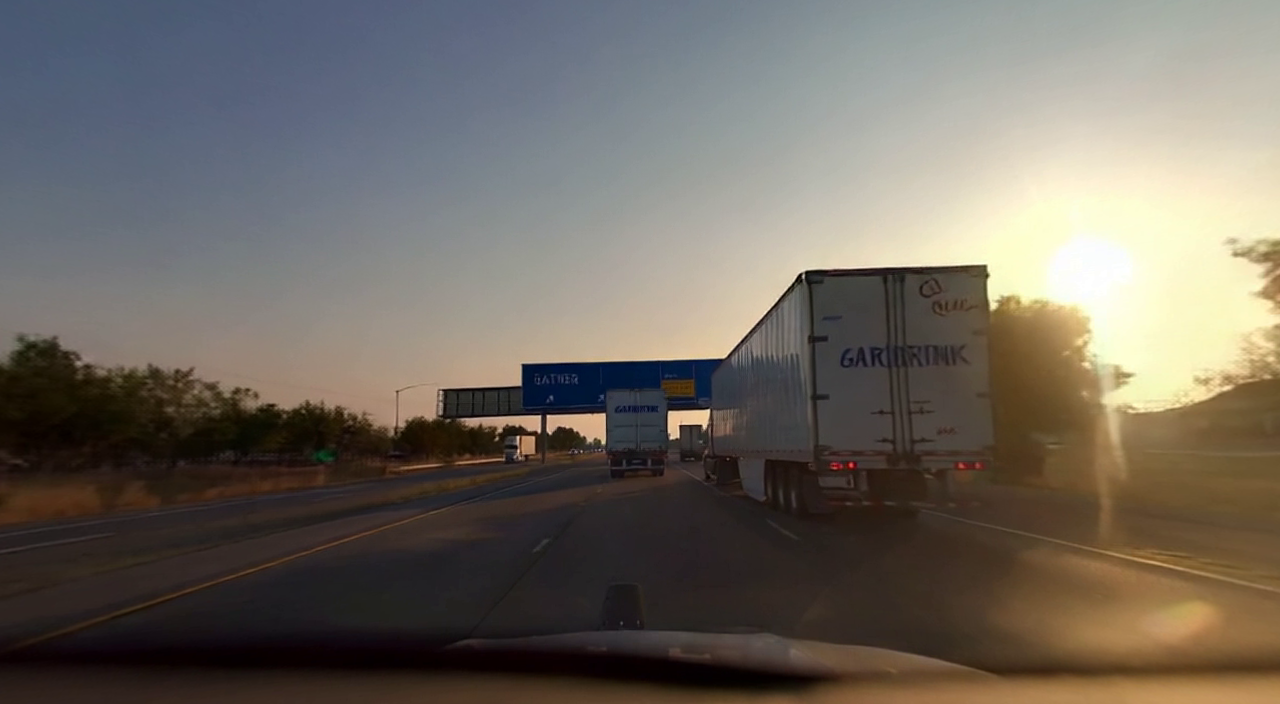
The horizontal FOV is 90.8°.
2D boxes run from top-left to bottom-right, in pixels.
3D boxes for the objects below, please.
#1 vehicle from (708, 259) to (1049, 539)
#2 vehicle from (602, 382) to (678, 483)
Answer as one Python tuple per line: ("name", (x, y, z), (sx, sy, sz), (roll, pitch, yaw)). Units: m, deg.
("vehicle", (4.213, 1.724, 16.467), (3.044, 4.128, 14.482), (0, -9, -1))
("vehicle", (0.074, 3.793, 28.837), (2.864, 3.805, 9.709), (0, -9, 1))
